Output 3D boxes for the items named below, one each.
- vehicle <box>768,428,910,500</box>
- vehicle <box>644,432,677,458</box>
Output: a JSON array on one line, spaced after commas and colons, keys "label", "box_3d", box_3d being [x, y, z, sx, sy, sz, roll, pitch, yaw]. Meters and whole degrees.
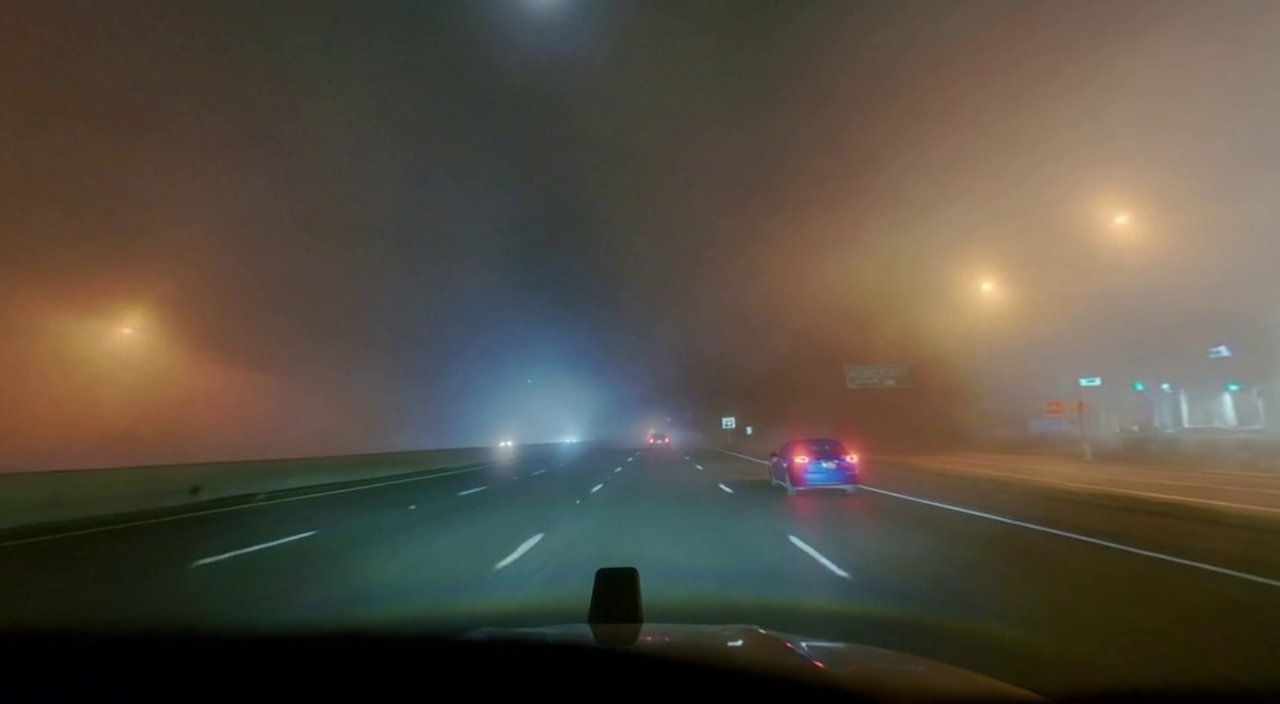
[{"label": "vehicle", "box_3d": [4.709, 2.731, 15.787, 2.029, 1.528, 4.644, 0, -9, 0]}, {"label": "vehicle", "box_3d": [1.368, 6.480, 43.940, 2.127, 1.692, 4.382, 0, -9, 0]}]
